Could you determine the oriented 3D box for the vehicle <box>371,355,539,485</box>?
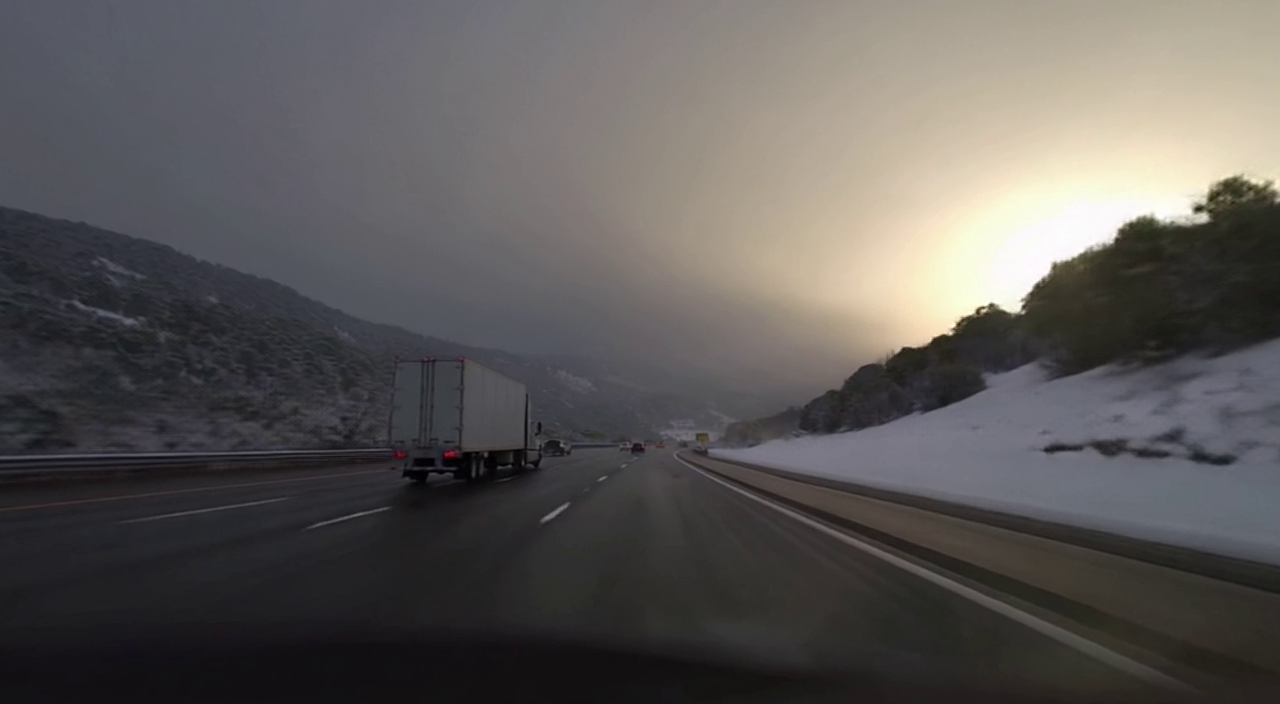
[{"bbox_3d":[-6.392,2.821,24.321,2.981,3.860,11.022,0,-8,1],"label":"vehicle"}]
